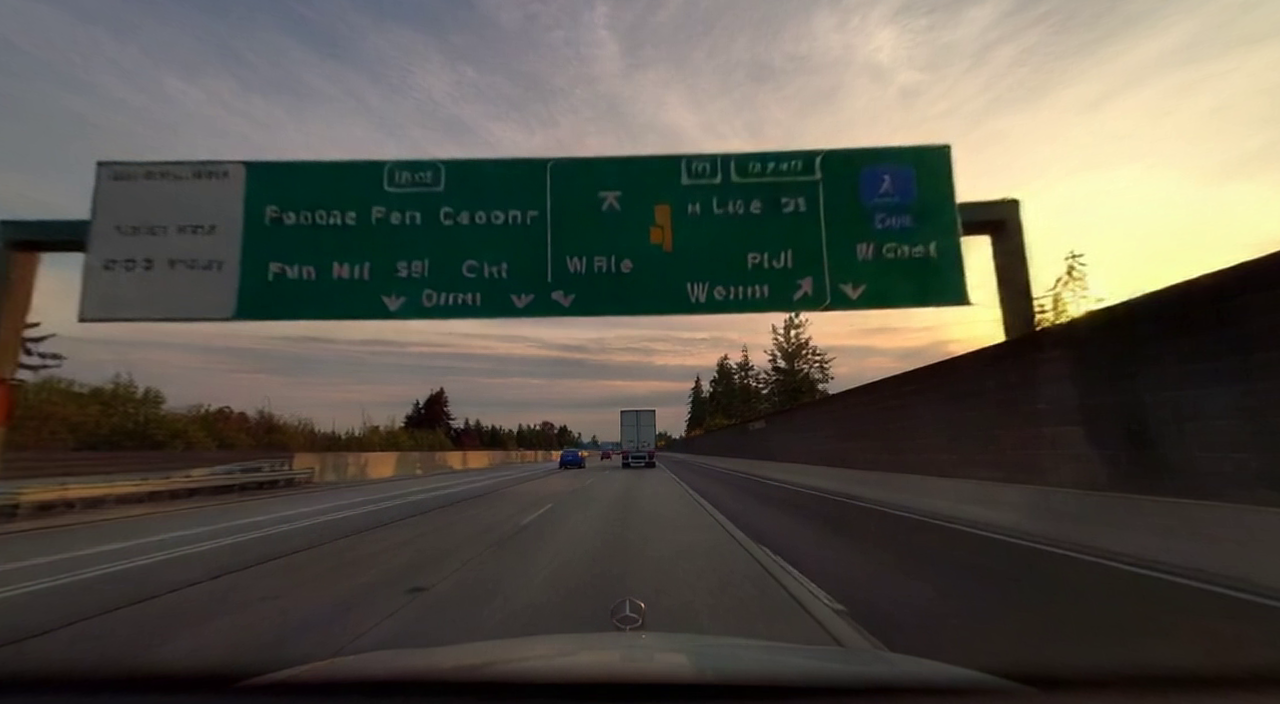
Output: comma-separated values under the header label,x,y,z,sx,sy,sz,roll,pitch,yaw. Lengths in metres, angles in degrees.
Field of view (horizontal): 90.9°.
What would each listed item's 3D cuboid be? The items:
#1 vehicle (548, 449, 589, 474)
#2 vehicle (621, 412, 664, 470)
label,x,y,z,sx,sy,sz,roll,pitch,yaw
vehicle,-4.508,6.947,40.275,1.977,1.478,4.702,0,-9,1
vehicle,0.221,7.008,49.271,2.980,4.051,10.359,0,-9,1
